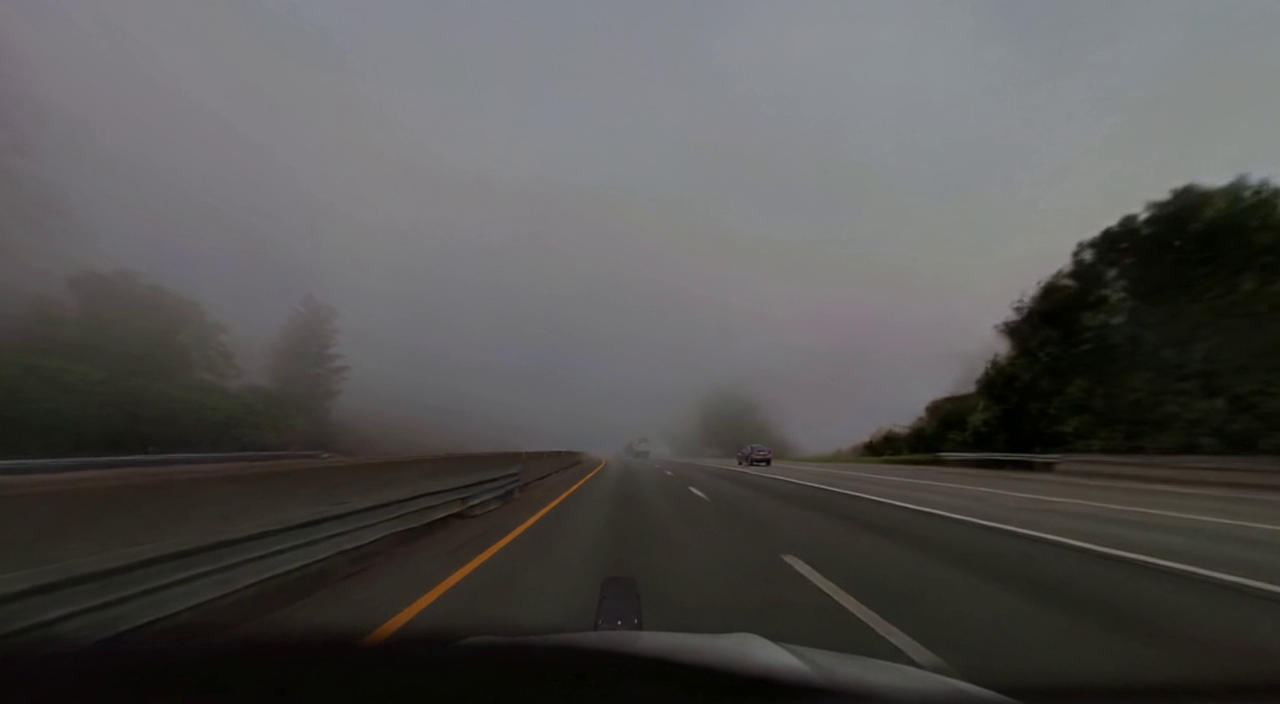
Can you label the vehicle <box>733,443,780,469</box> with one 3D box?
[{"bbox_3d":[6.978,6.274,38.142,1.942,1.462,3.926,0,-8,-3],"label":"vehicle"}]
